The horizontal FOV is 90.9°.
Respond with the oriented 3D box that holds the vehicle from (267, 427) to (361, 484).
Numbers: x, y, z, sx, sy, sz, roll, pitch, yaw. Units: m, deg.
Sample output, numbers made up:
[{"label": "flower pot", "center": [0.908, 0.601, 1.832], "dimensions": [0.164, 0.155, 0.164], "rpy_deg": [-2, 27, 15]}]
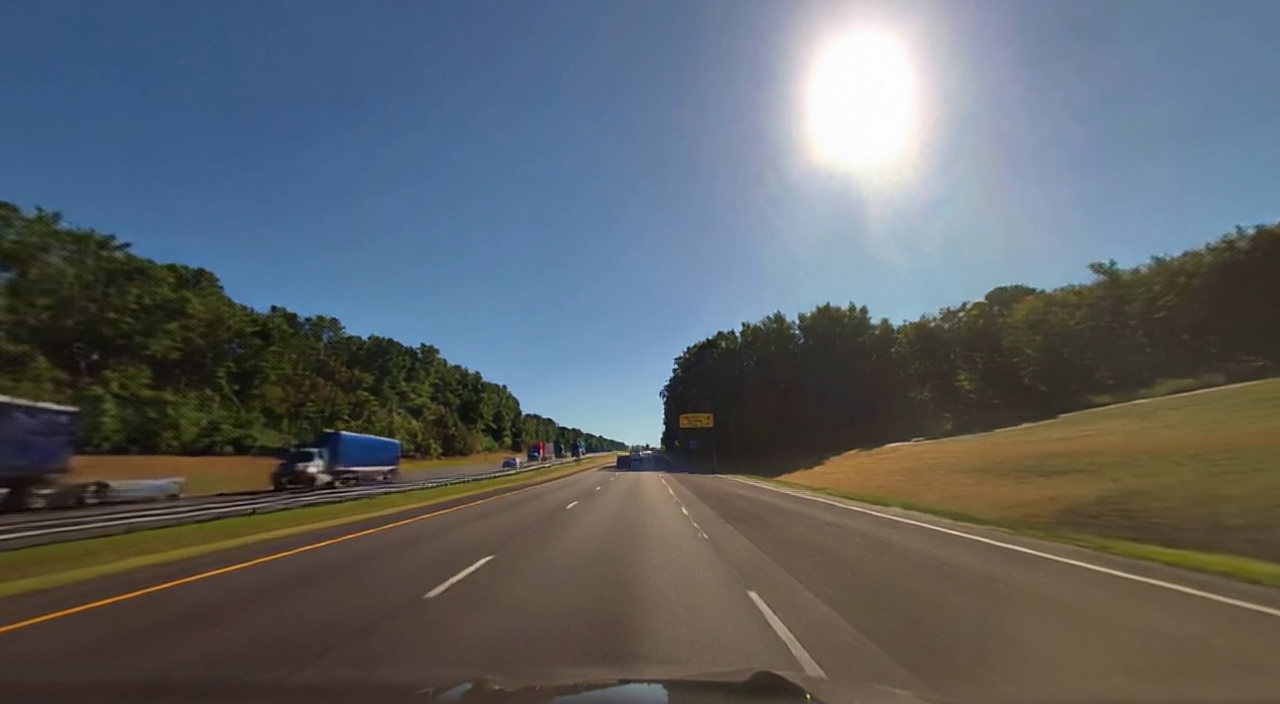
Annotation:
[{"label": "vehicle", "center": [-22.133, 7.074, 43.237], "dimensions": [2.990, 3.635, 6.002], "rpy_deg": [0, -9, 2]}]
